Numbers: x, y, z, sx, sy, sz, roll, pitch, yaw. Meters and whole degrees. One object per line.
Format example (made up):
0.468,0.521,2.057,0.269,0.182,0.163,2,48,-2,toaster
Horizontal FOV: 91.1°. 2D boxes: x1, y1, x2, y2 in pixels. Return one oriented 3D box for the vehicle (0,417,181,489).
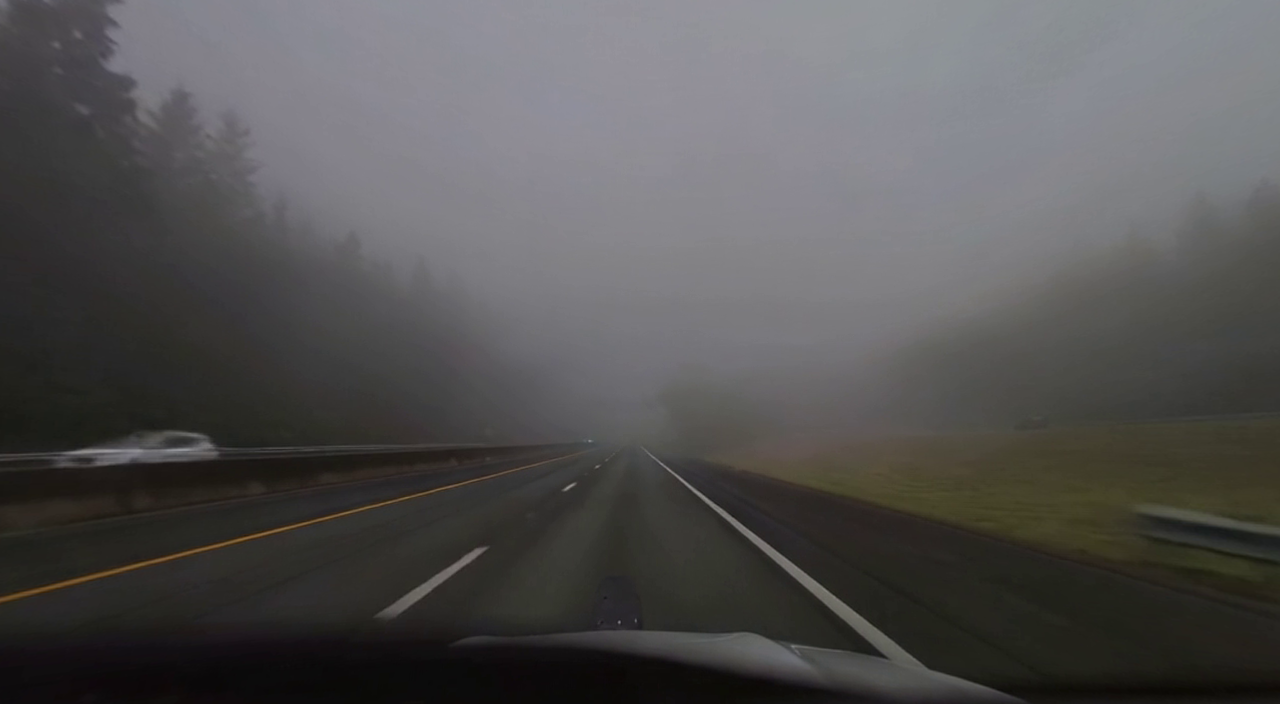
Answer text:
-15.033,2.634,16.685,1.993,1.631,4.899,0,-8,0,vehicle
